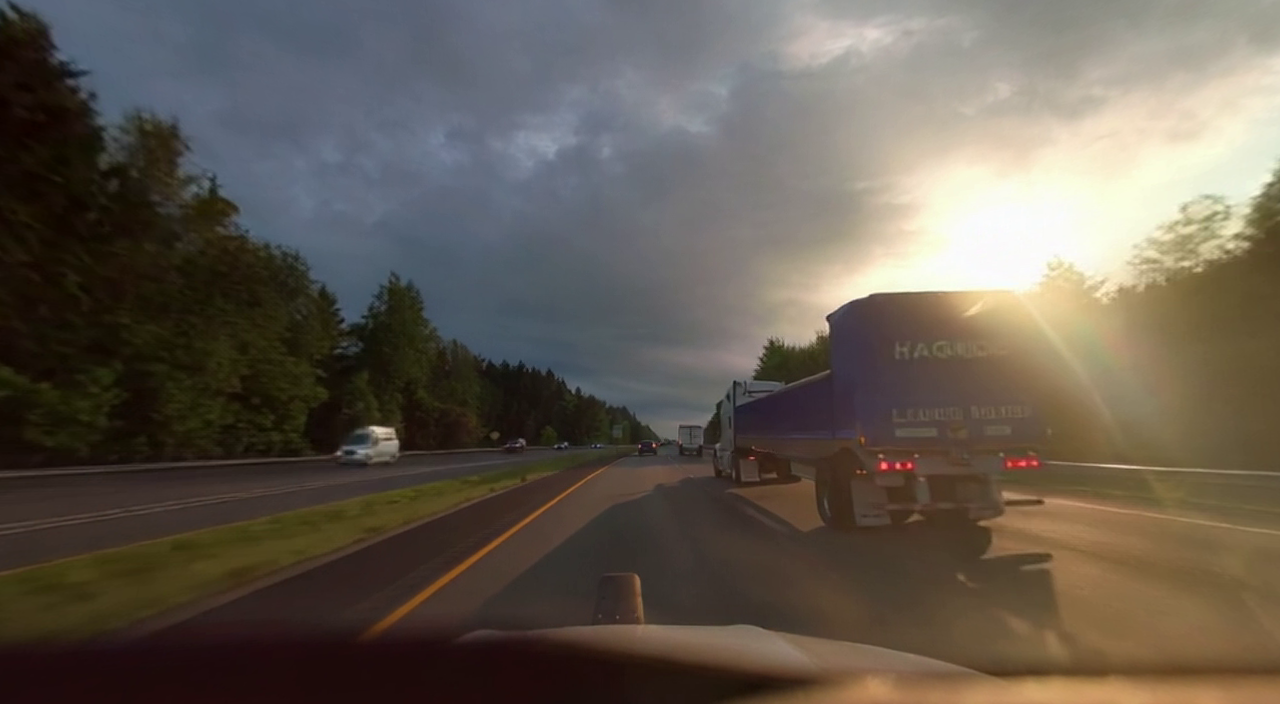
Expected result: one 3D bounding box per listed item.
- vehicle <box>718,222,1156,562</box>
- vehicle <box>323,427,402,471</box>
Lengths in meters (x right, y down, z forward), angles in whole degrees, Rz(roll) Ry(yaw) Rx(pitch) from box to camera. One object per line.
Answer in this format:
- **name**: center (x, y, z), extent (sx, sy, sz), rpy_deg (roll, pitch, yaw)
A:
- **vehicle**: center (4.321, 1.354, 14.384), extent (3.171, 4.072, 13.784), rpy_deg (0, -8, 0)
- **vehicle**: center (-17.625, 6.193, 40.421), extent (2.420, 2.549, 5.415), rpy_deg (-1, -8, 2)
